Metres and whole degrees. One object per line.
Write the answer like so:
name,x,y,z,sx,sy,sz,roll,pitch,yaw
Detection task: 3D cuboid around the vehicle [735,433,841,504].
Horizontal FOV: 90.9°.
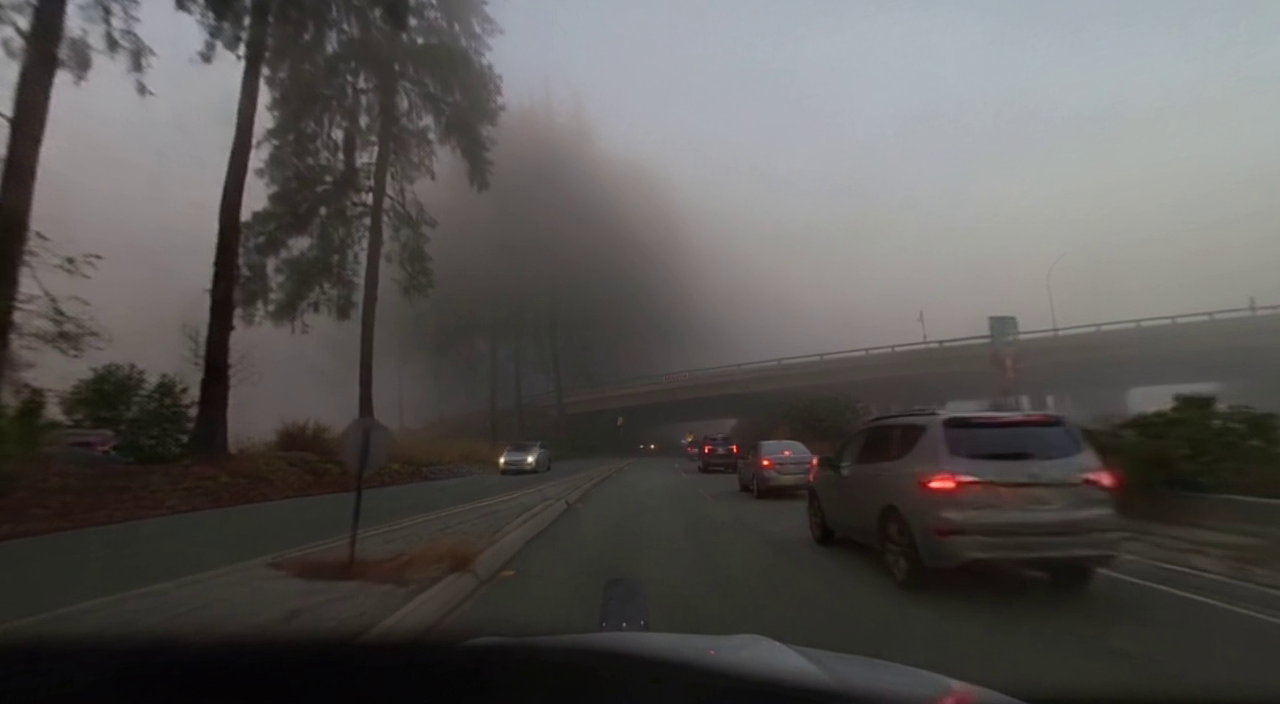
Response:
vehicle,3.892,3.143,17.419,1.938,1.710,4.249,0,-9,1

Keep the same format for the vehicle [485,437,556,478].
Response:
vehicle,-5.915,5.290,31.789,2.089,1.860,4.704,-2,-9,8

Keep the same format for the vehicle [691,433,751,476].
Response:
vehicle,3.874,5.033,31.088,2.273,1.944,4.866,0,-9,0

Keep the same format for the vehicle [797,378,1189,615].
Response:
vehicle,3.396,1.493,7.382,1.985,1.895,4.496,0,-9,1
